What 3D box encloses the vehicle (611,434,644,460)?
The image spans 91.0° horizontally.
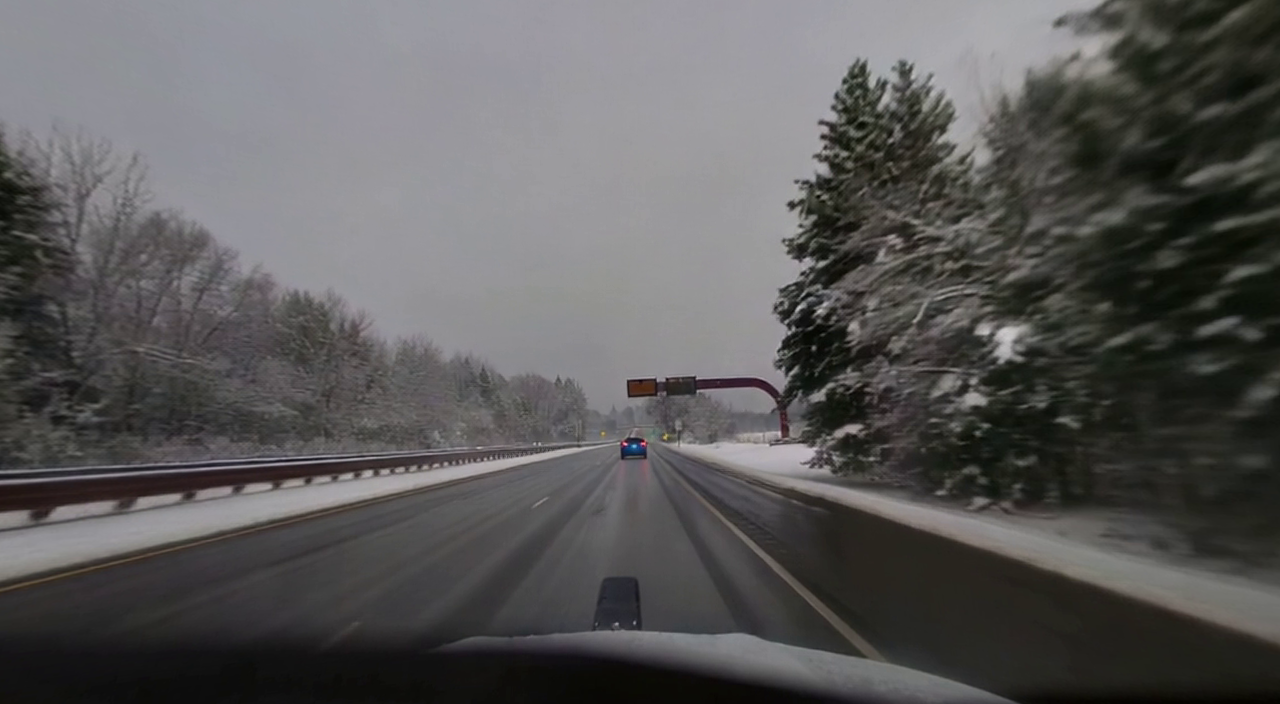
[{"bbox_3d":[-0.858,6.641,44.250,2.180,1.717,4.139,0,-8,-1],"label":"vehicle"}]
